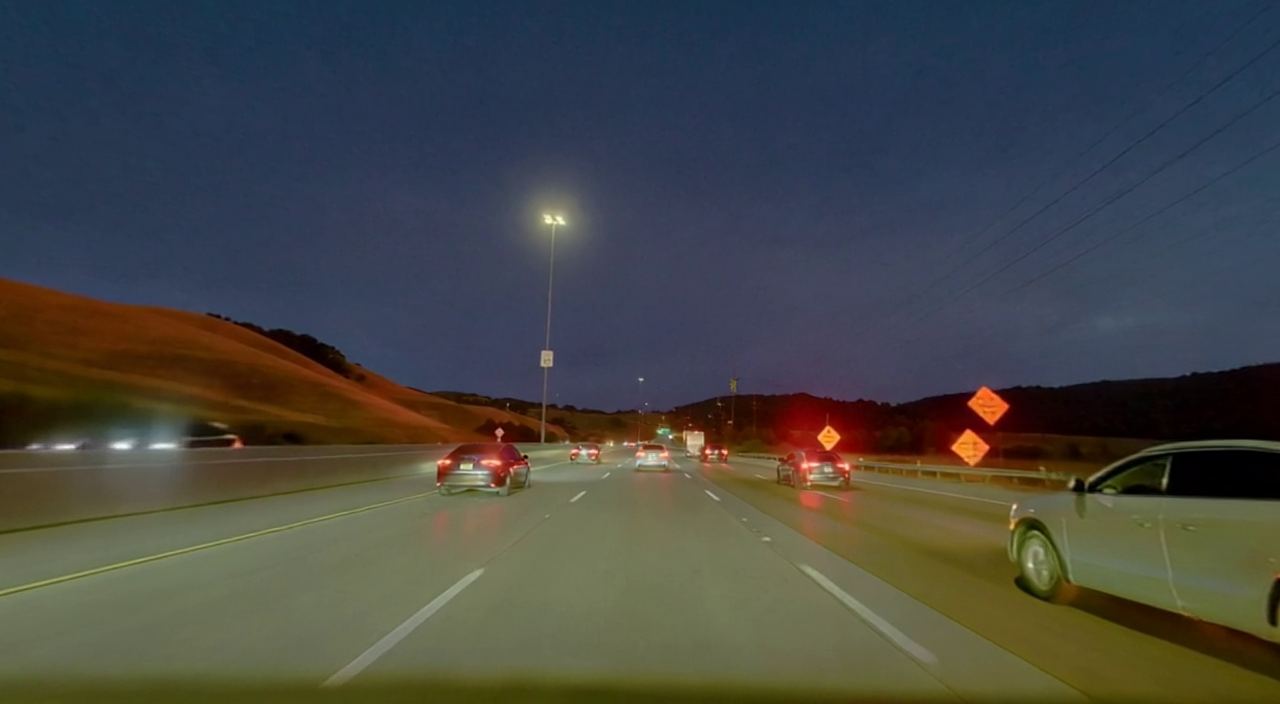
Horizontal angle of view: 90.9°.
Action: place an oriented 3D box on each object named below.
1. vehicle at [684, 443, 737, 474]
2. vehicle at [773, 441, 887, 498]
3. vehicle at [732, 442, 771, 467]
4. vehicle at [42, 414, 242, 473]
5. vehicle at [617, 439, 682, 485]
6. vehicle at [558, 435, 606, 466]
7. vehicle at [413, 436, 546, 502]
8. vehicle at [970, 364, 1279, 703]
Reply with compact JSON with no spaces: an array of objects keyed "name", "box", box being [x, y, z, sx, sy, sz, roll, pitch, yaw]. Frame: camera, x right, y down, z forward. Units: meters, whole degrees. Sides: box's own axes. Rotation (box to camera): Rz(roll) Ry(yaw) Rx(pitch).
[{"name":"vehicle","box":[3.480,5.370,32.118,2.177,1.453,4.205,0,-8,-1]},{"name":"vehicle","box":[5.457,3.405,18.713,1.867,1.465,4.093,0,-8,-3]},{"name":"vehicle","box":[8.163,7.550,46.650,2.042,1.684,4.609,0,-8,0]},{"name":"vehicle","box":[-15.203,2.872,19.752,2.257,1.591,4.861,0,-8,1]},{"name":"vehicle","box":[0.308,3.948,23.027,2.138,1.473,4.392,0,-8,0]},{"name":"vehicle","box":[-3.294,5.721,36.727,2.234,1.675,4.527,0,-8,1]},{"name":"vehicle","box":[-3.855,2.899,16.050,2.232,1.438,4.163,0,-8,1]},{"name":"vehicle","box":[3.836,0.925,2.992,2.018,1.670,4.658,0,-8,0]}]
